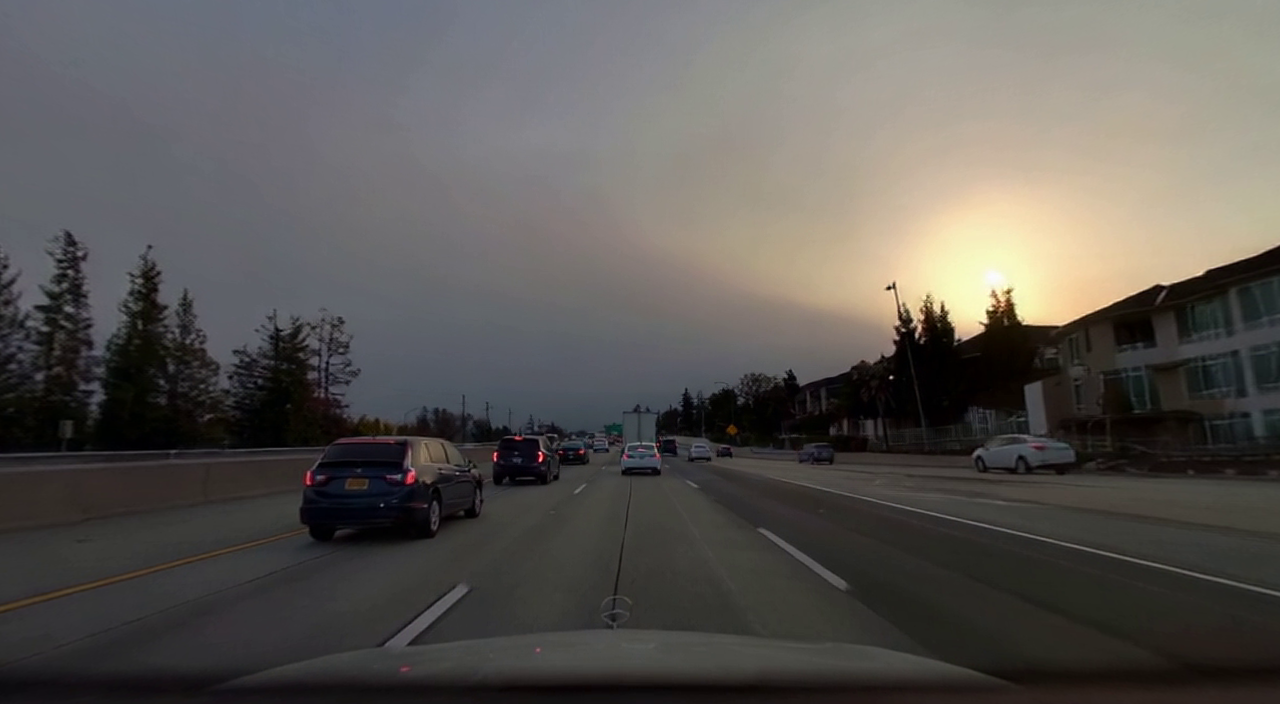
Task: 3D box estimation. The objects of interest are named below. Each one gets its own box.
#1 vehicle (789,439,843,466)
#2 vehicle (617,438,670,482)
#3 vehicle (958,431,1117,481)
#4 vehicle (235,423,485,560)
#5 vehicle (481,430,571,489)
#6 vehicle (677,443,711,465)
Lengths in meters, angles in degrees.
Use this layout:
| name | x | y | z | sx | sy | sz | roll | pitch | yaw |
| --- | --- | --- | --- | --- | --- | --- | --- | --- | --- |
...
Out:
| name | x | y | z | sx | sy | sz | roll | pitch | yaw |
| --- | --- | --- | --- | --- | --- | --- | --- | --- | --- |
| vehicle | 11.671 | 6.702 | 42.143 | 2.048 | 1.674 | 4.106 | 1 | -9 | -5 |
| vehicle | 0.131 | 4.518 | 26.663 | 2.063 | 1.703 | 4.203 | 0 | -9 | 0 |
| vehicle | 13.272 | 3.533 | 21.560 | 1.905 | 1.490 | 4.826 | 1 | -9 | -6 |
| vehicle | -3.931 | 2.022 | 9.801 | 1.988 | 1.668 | 4.021 | 0 | -9 | 0 |
| vehicle | -4.084 | 3.997 | 23.799 | 2.301 | 1.944 | 5.482 | 0 | -9 | 1 |
| vehicle | 3.937 | 7.522 | 46.730 | 2.027 | 1.554 | 4.252 | 0 | -9 | -1 |
